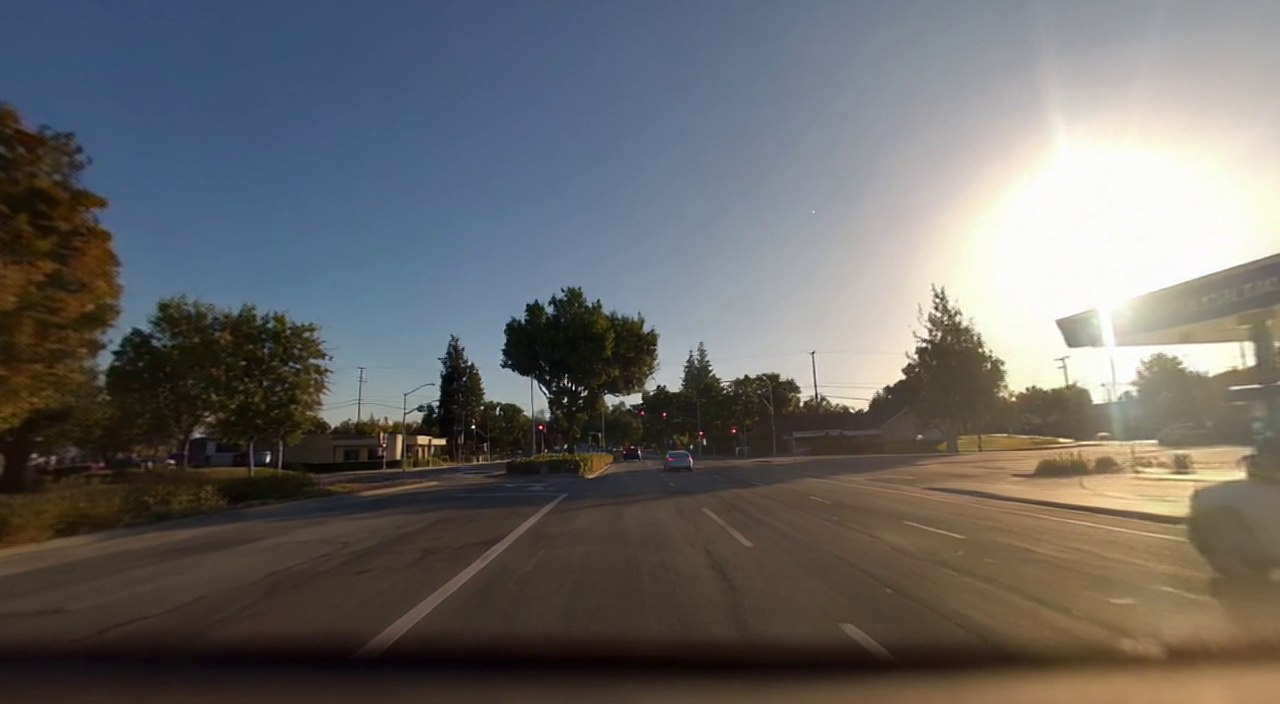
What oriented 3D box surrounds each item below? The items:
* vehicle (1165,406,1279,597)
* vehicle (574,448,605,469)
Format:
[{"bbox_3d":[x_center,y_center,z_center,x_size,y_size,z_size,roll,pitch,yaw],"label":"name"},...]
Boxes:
[{"bbox_3d":[6.644,1.184,4.688,1.950,1.668,4.053,0,-9,0],"label":"vehicle"},{"bbox_3d":[-3.804,8.093,48.222,2.049,1.449,4.213,0,-9,0],"label":"vehicle"}]
